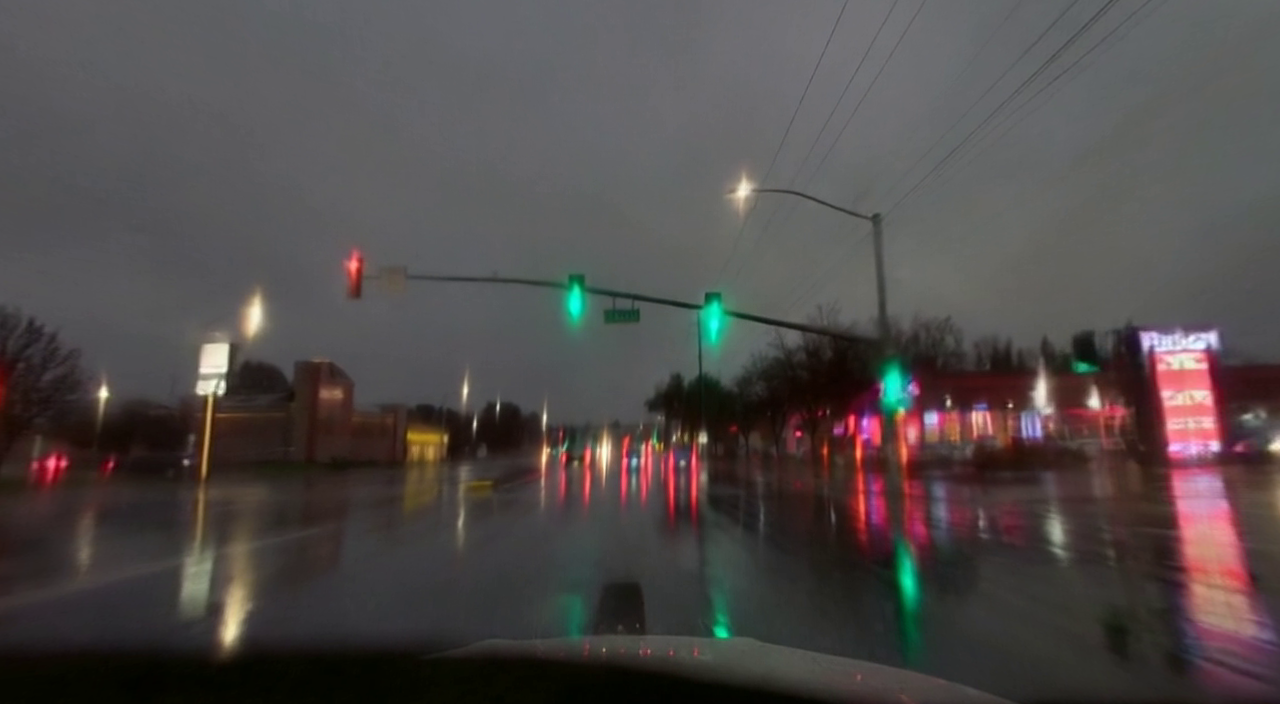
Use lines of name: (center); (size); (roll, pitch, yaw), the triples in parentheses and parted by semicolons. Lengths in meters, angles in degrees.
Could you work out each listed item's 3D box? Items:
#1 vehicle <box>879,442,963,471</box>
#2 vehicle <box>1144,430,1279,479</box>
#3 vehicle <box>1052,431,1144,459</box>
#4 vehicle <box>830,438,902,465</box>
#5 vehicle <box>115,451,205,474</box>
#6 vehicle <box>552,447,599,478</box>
vehicle: (16.250, 5.993, 36.520); (4.673, 1.555, 2.010); (5, -10, -30)
vehicle: (20.869, 3.601, 22.374); (1.967, 1.540, 4.966); (0, -9, 1)
vehicle: (29.609, 6.087, 41.085); (2.053, 1.559, 5.138); (-2, -10, -1)
vehicle: (16.535, 7.262, 46.207); (5.004, 1.893, 2.228); (5, -11, -33)
vehicle: (-33.610, 7.728, 44.282); (4.544, 1.515, 2.218); (-1, -9, 3)
vehicle: (-3.466, 6.044, 34.900); (2.035, 1.564, 4.702); (0, -9, 1)
